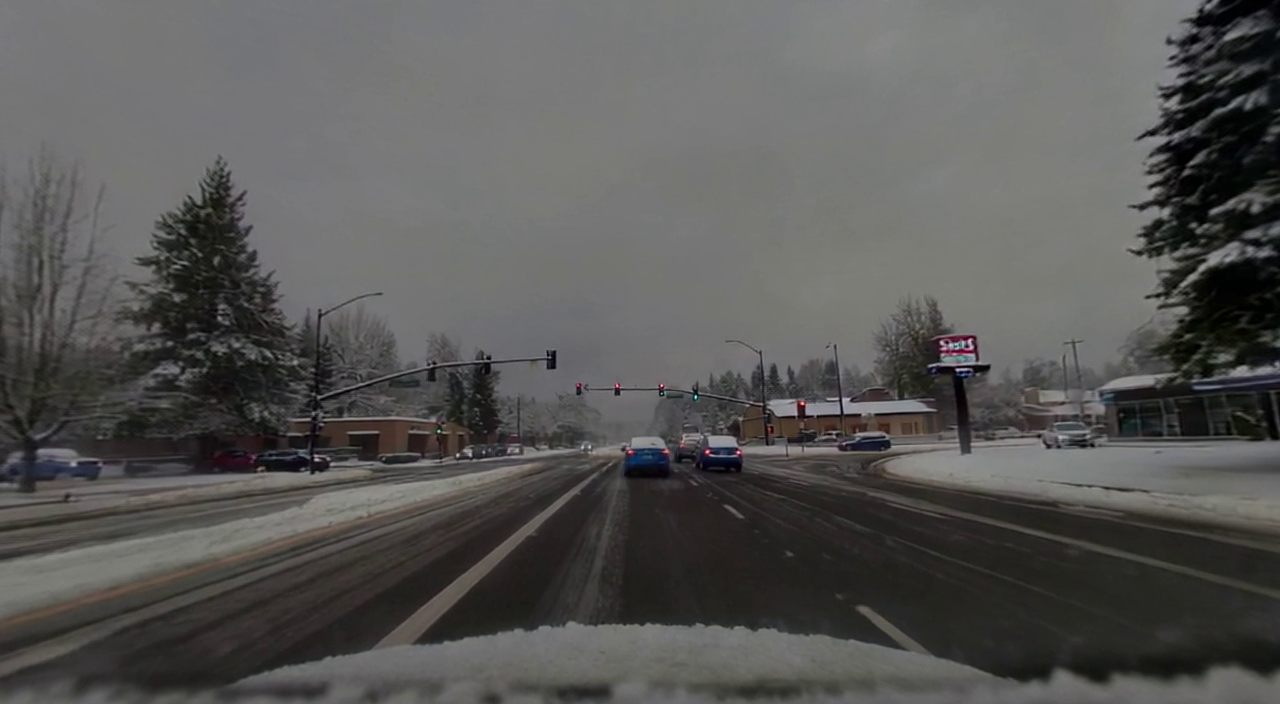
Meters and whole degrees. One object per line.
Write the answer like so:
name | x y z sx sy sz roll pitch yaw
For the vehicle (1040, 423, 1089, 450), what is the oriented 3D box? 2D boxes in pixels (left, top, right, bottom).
vehicle | 26.019 5.253 38.857 2.222 1.538 4.817 -5 -10 31

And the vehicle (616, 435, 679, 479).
vehicle | 0.224 3.888 23.657 2.135 1.468 4.076 0 -8 -1

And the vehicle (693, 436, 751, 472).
vehicle | 3.634 4.606 28.810 1.889 1.473 4.643 0 -8 -1

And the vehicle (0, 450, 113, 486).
vehicle | -31.290 6.138 33.617 4.471 1.829 2.071 0 -8 -2

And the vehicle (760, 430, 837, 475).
vehicle | 6.540 4.203 26.570 2.009 1.700 4.275 0 -8 -1
